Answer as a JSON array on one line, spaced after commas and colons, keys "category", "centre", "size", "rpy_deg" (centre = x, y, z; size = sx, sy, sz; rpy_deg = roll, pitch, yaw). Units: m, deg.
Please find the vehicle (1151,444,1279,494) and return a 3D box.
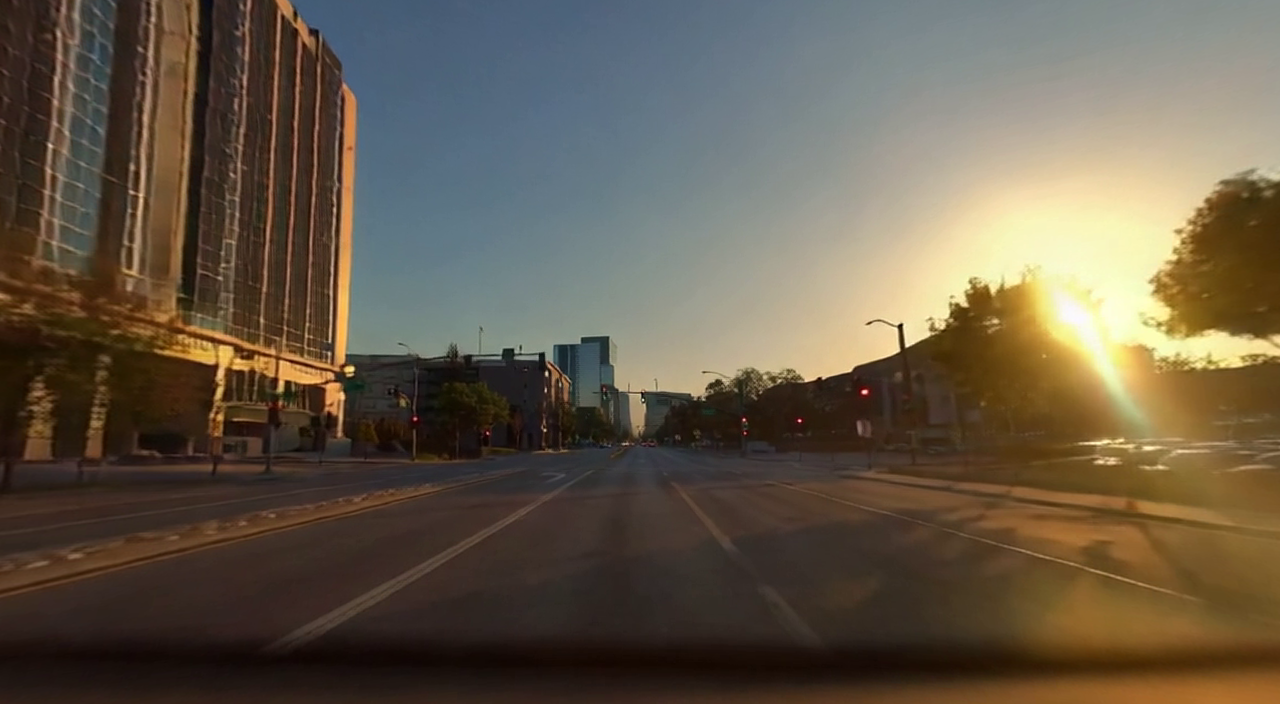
[{"category": "vehicle", "centre": [19.359, 3.711, 20.220], "size": [1.828, 1.483, 4.376], "rpy_deg": [8, -12, -44]}]
